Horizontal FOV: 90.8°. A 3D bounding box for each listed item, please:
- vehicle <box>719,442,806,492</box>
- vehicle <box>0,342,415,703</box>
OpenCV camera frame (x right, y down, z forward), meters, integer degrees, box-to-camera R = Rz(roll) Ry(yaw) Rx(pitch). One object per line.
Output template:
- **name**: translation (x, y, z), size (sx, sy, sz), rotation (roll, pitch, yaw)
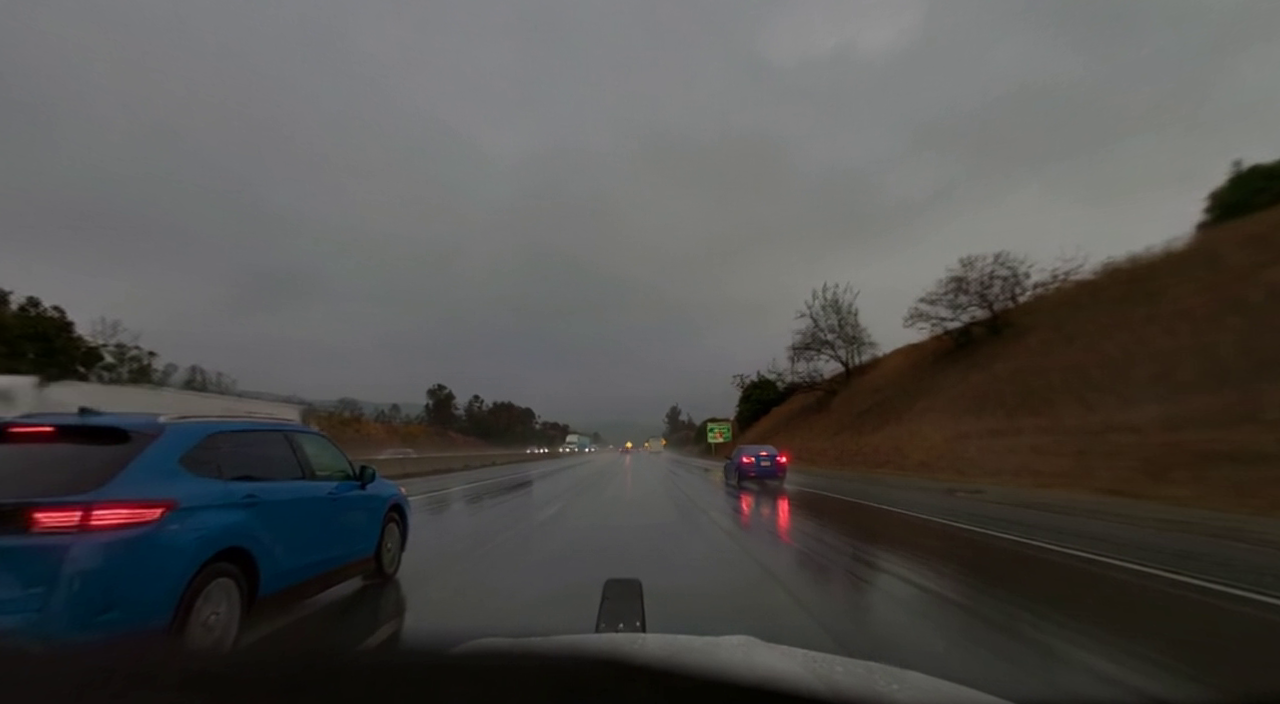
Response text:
- **vehicle**: translation (3.901, 3.729, 20.766), size (1.967, 1.472, 3.751), rotation (0, -9, -2)
- **vehicle**: translation (-3.296, 1.082, 3.760), size (2.277, 1.695, 4.475), rotation (0, -9, -1)
